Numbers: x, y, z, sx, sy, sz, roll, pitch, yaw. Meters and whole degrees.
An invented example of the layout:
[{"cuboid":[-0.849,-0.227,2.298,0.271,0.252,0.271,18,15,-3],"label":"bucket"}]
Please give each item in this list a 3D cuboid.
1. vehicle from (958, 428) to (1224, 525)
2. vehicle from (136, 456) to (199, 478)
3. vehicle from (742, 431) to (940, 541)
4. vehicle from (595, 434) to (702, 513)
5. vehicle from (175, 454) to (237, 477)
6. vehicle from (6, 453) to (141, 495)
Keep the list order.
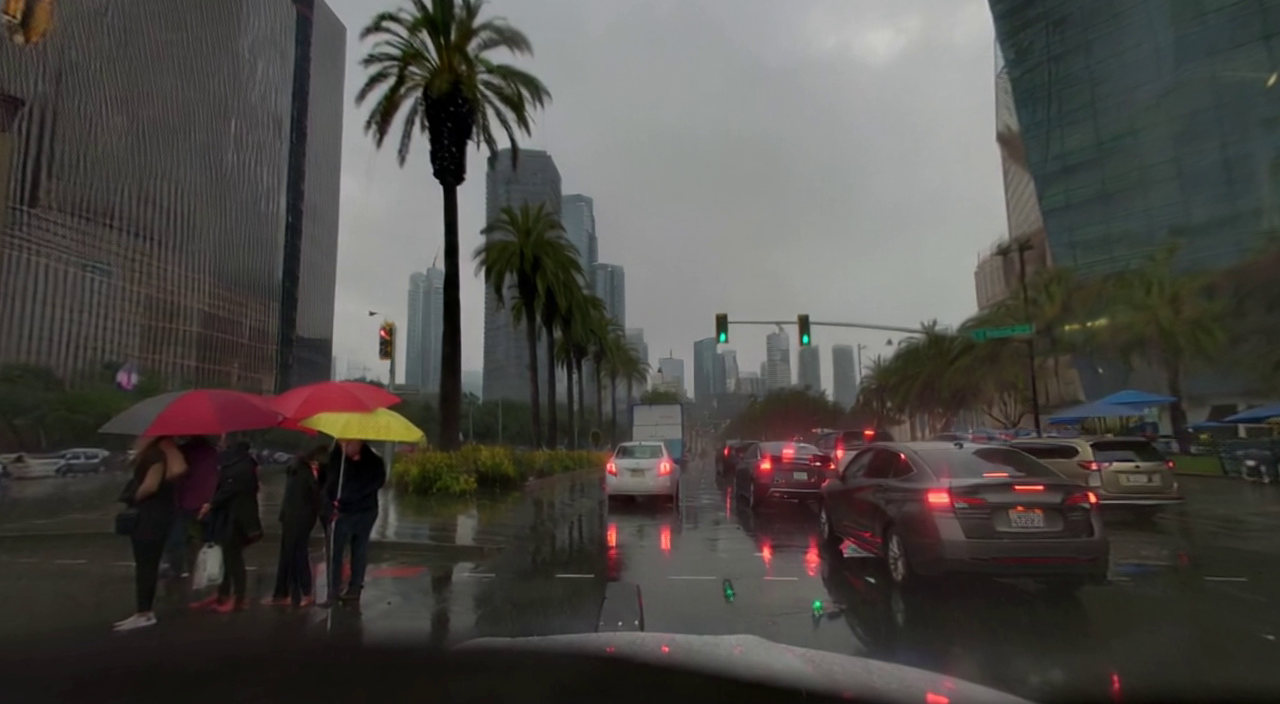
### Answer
[{"cuboid":[8.180,2.276,12.056,1.859,1.508,4.259,0,-9,-1],"label":"vehicle"},{"cuboid":[-36.834,8.978,49.207,1.700,1.527,4.445,1,-9,-4],"label":"vehicle"},{"cuboid":[3.100,2.164,10.839,1.913,1.469,4.425,0,-9,0],"label":"vehicle"},{"cuboid":[0.186,2.610,13.970,2.048,1.503,3.681,0,-9,1],"label":"vehicle"},{"cuboid":[-33.714,8.793,49.031,1.907,1.690,4.456,1,-9,-5],"label":"vehicle"},{"cuboid":[-26.689,5.716,29.946,2.105,1.793,4.812,0,-9,-3],"label":"vehicle"}]
